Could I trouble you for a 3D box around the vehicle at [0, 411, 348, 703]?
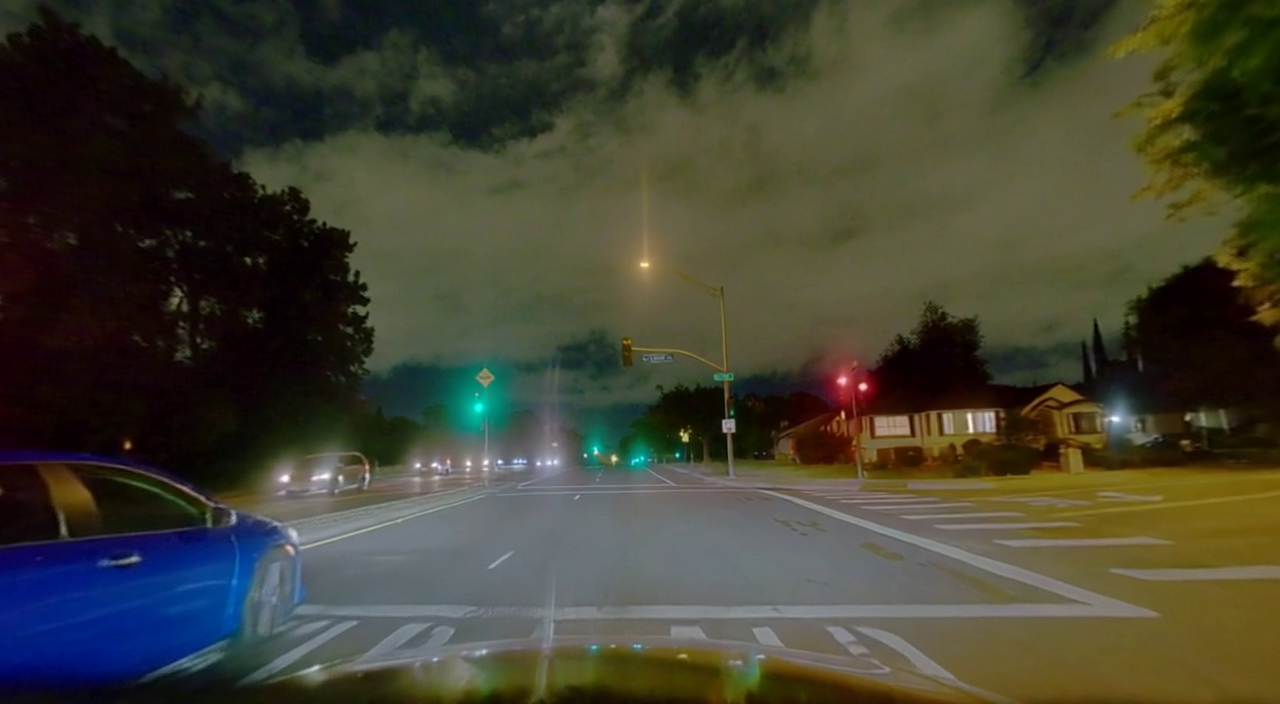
[{"bbox_3d":[-3.662,1.122,3.400,1.980,1.508,4.502,0,-8,0],"label":"vehicle"}]
